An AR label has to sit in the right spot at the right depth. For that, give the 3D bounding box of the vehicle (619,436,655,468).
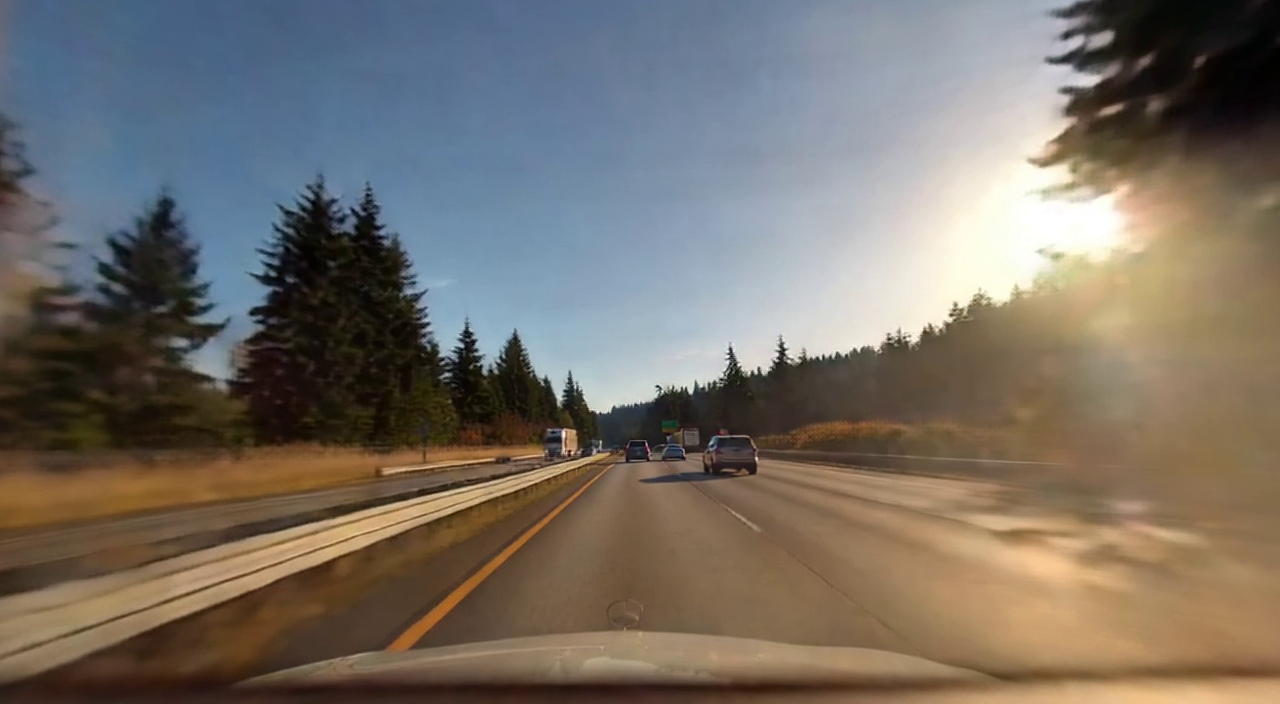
[{"bbox_3d":[-0.216,6.444,40.630,2.192,1.912,4.524,0,-9,-1],"label":"vehicle"}]

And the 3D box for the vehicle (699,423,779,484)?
[{"bbox_3d":[3.478,3.695,23.046,1.981,1.984,4.623,0,-9,-2],"label":"vehicle"}]
